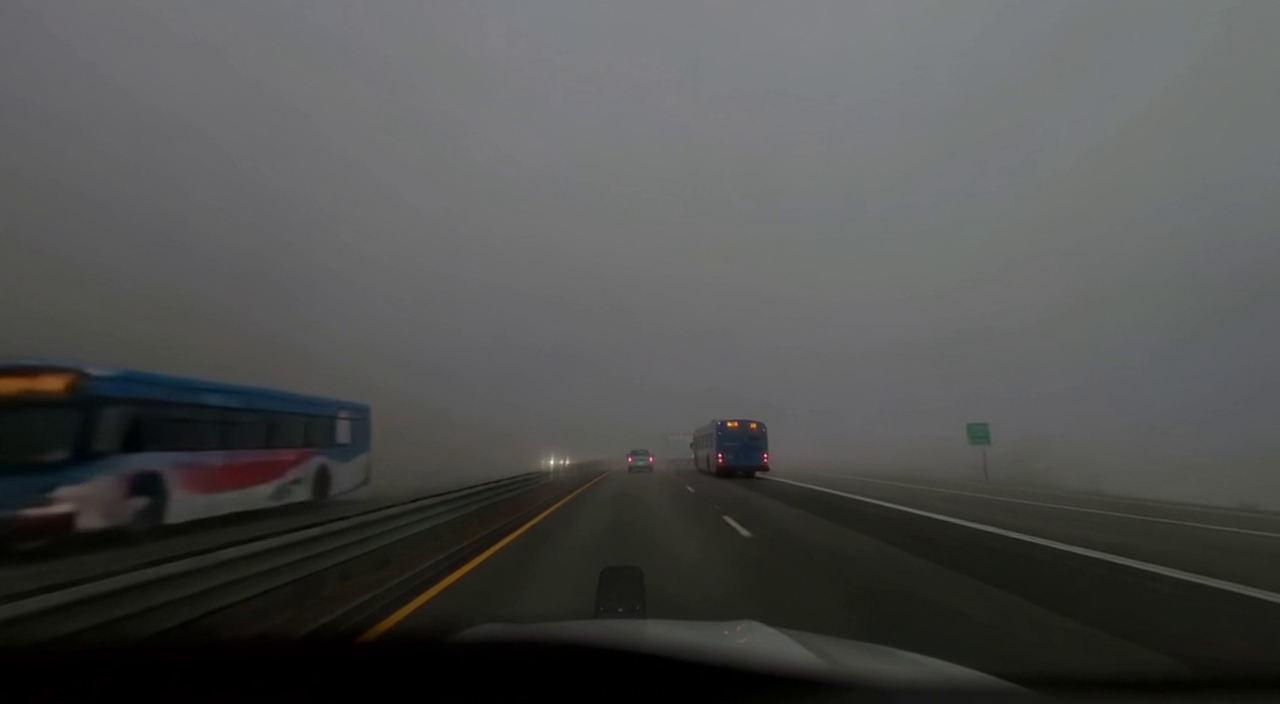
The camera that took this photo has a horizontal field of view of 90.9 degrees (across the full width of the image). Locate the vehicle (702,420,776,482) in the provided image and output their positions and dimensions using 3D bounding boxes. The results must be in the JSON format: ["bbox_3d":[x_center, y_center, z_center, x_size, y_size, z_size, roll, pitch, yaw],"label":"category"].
[{"bbox_3d":[4.467,4.624,29.489,2.440,2.555,5.957,0,-9,0],"label":"vehicle"}]

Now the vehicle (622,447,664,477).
[{"bbox_3d":[0.132,5.617,32.307,2.004,1.449,3.817,0,-9,0],"label":"vehicle"}]

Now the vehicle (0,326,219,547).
[{"bbox_3d":[-13.207,1.958,14.127,2.999,4.011,6.198,0,-9,1],"label":"vehicle"}]
